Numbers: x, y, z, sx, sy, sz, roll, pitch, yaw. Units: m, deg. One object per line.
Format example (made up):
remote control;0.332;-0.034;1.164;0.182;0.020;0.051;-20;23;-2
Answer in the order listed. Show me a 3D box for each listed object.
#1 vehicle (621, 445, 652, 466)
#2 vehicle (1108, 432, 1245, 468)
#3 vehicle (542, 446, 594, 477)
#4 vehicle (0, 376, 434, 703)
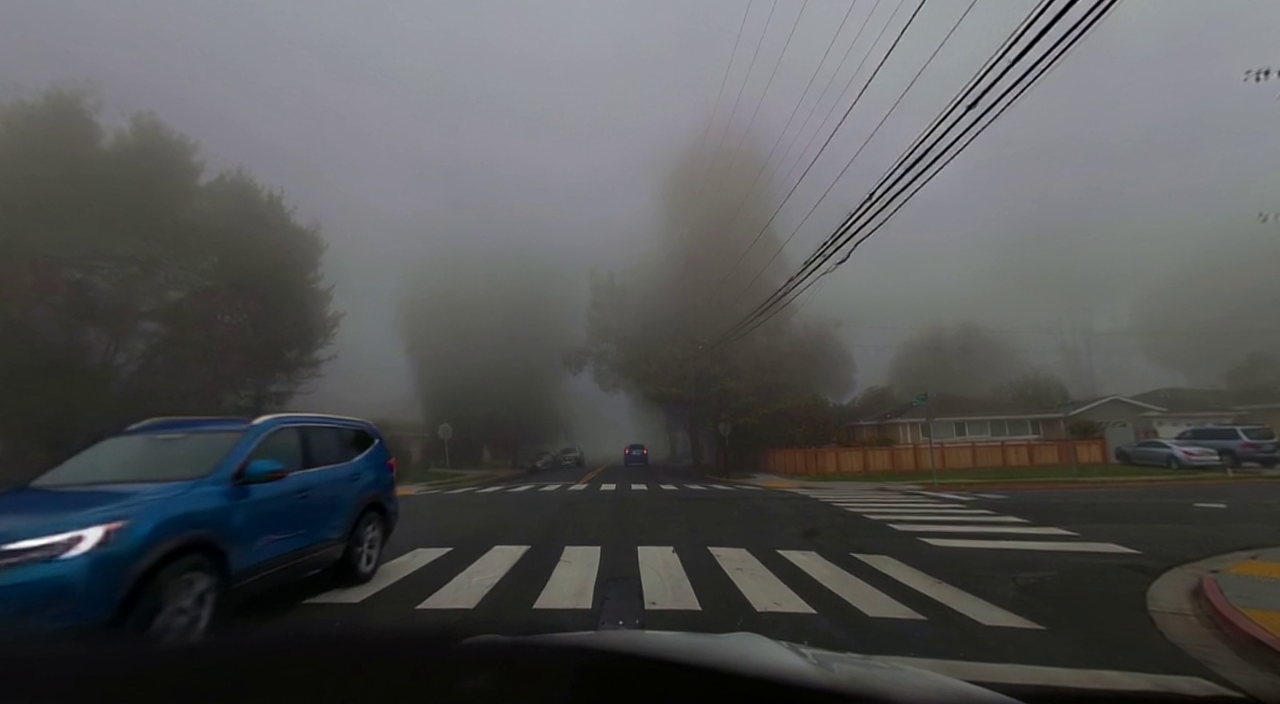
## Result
vehicle;-0.292;7.668;46.912;2.209;1.501;4.208;0;-9;-1
vehicle;23.427;4.307;27.880;1.841;1.448;4.688;0;-9;-1
vehicle;-3.594;5.516;32.182;2.102;1.463;4.024;0;-9;1
vehicle;-3.763;1.349;5.752;2.330;1.768;4.553;0;-9;-2
